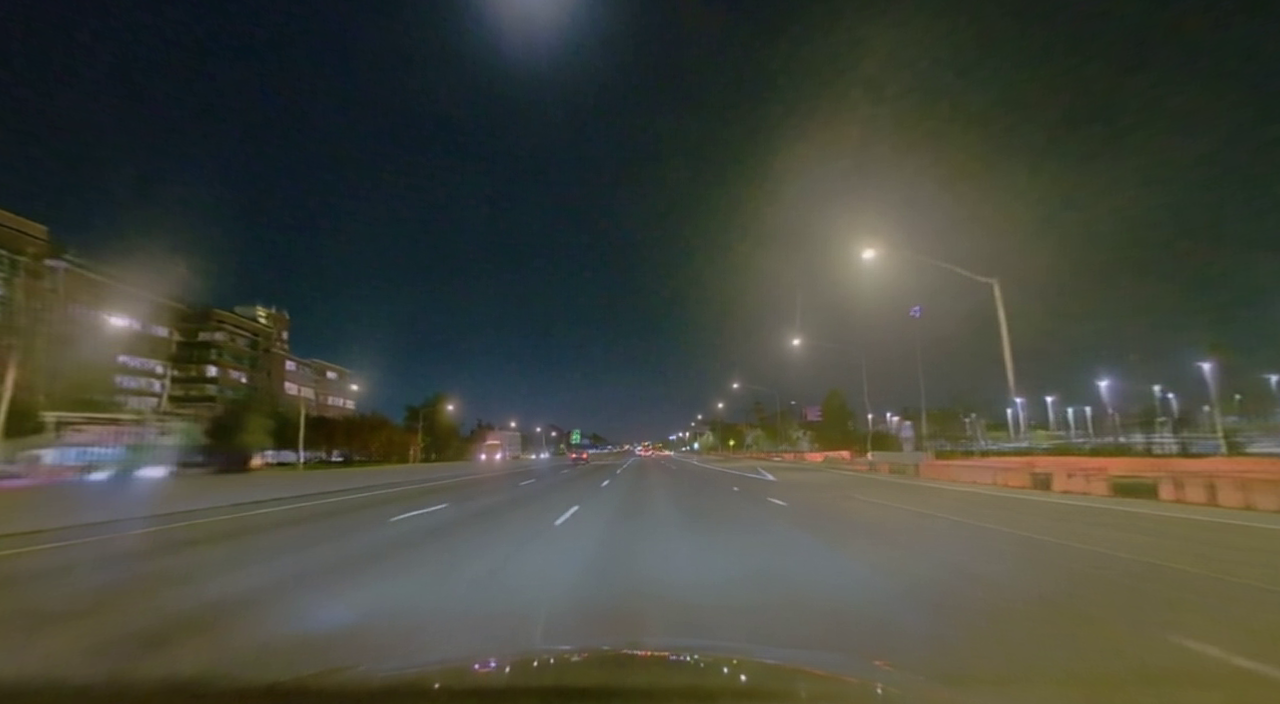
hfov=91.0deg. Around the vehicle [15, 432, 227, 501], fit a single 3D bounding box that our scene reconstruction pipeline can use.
[{"bbox_3d":[-16.203,3.603,20.216,2.285,1.911,5.206,0,-9,1],"label":"vehicle"}]
